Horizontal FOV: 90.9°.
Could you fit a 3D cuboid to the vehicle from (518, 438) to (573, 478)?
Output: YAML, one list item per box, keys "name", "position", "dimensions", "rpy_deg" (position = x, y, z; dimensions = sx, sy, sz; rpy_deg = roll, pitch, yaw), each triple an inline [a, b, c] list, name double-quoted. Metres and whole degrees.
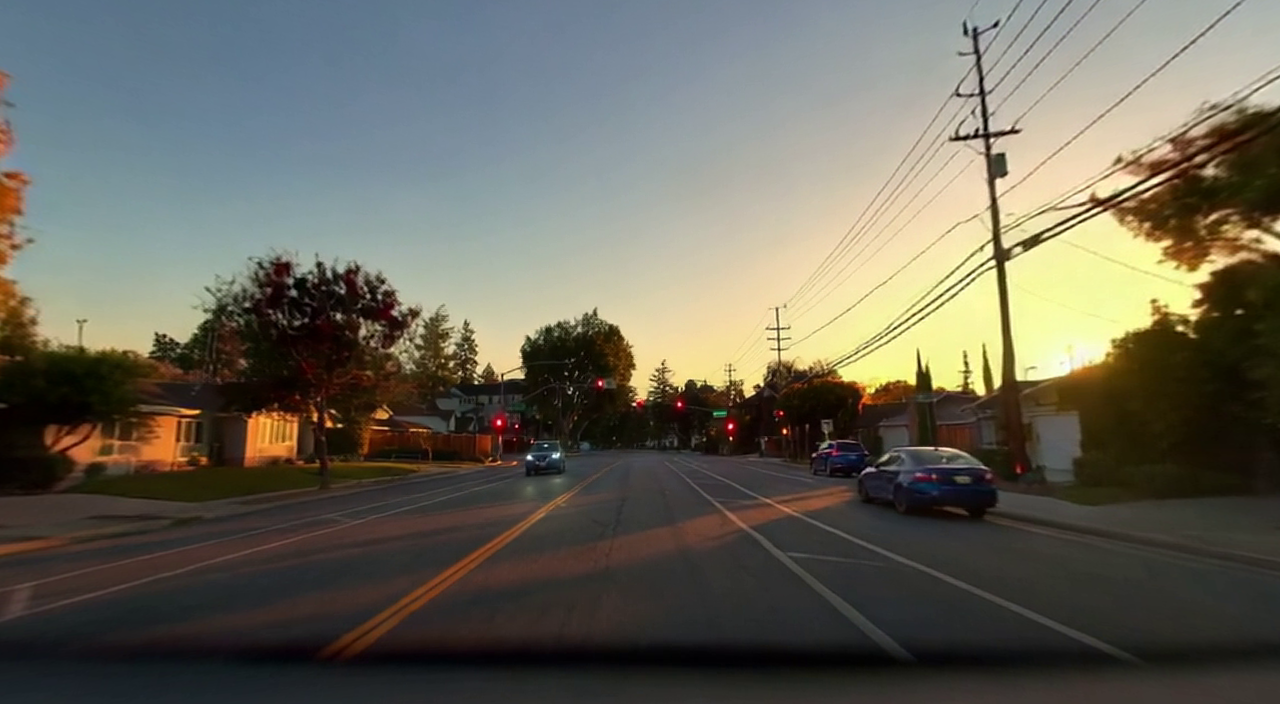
- name: "vehicle"
  position: [-4.537, 5.148, 30.967]
  dimensions: [2.012, 1.778, 4.990]
  rpy_deg: [0, -8, -1]

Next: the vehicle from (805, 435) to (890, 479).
- name: "vehicle"
  position: [9.117, 4.643, 28.221]
  dimensions: [2.170, 1.771, 4.908]
  rpy_deg: [0, -8, 1]

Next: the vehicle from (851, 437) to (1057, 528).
- name: "vehicle"
  position: [5.942, 2.484, 12.666]
  dimensions: [2.040, 1.475, 4.389]
  rpy_deg: [0, -8, 3]
